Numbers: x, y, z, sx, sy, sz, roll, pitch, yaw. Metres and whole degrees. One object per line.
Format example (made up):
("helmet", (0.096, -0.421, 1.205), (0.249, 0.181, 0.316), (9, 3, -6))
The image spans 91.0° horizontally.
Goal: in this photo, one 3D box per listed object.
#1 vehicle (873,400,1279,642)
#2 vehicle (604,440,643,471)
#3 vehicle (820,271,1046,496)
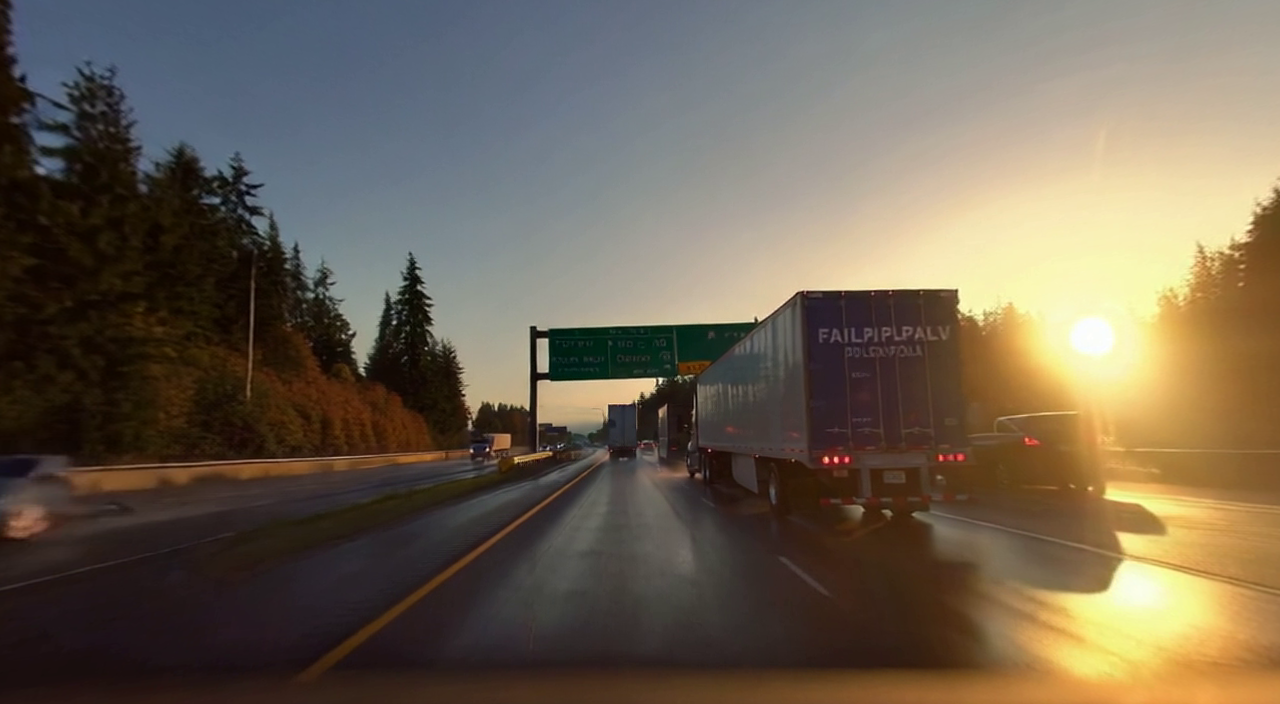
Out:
("vehicle", (4.571, 1.344, 6.052), (4.253, 1.543, 2.045), (4, -9, -30))
("vehicle", (-0.879, 5.376, 32.937), (1.943, 1.491, 3.459), (0, -8, -2))
("vehicle", (4.244, 0.527, 9.577), (2.244, 3.047, 2.035), (0, -8, -2))
